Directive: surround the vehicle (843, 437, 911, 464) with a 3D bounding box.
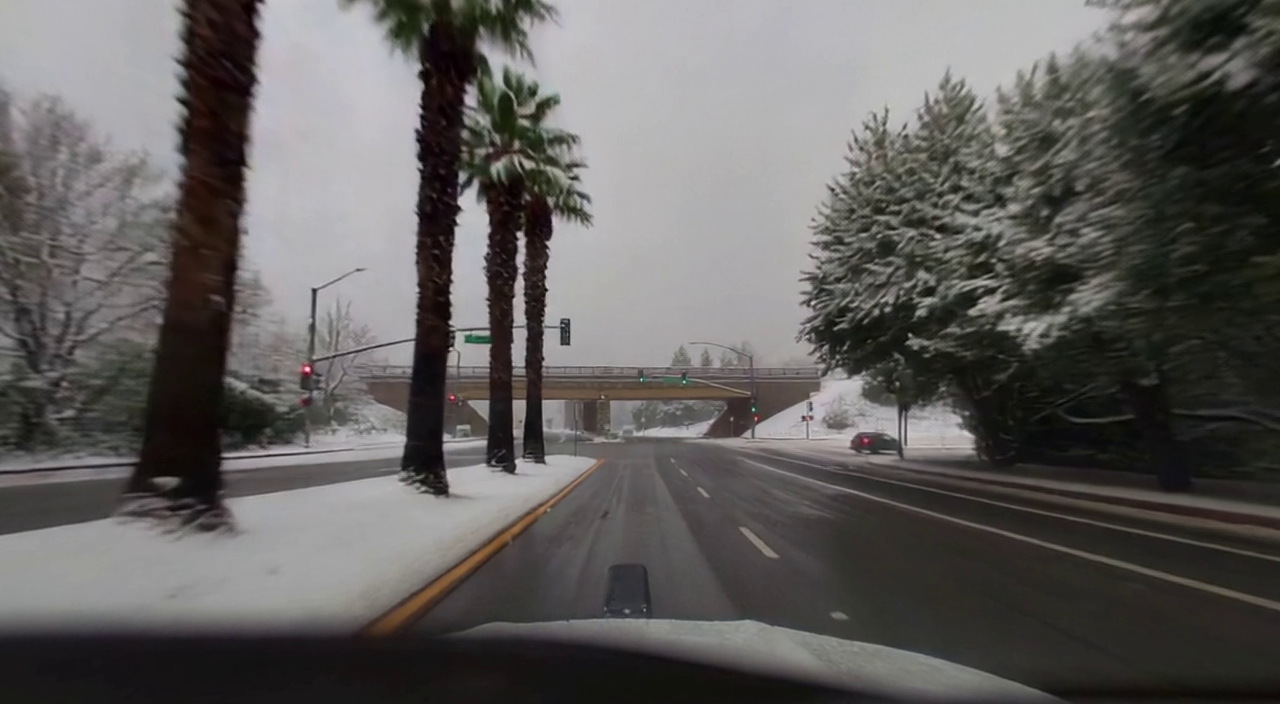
[{"bbox_3d":[13.681,5.642,36.248,1.982,1.436,4.556,-8,-12,42],"label":"vehicle"}]
